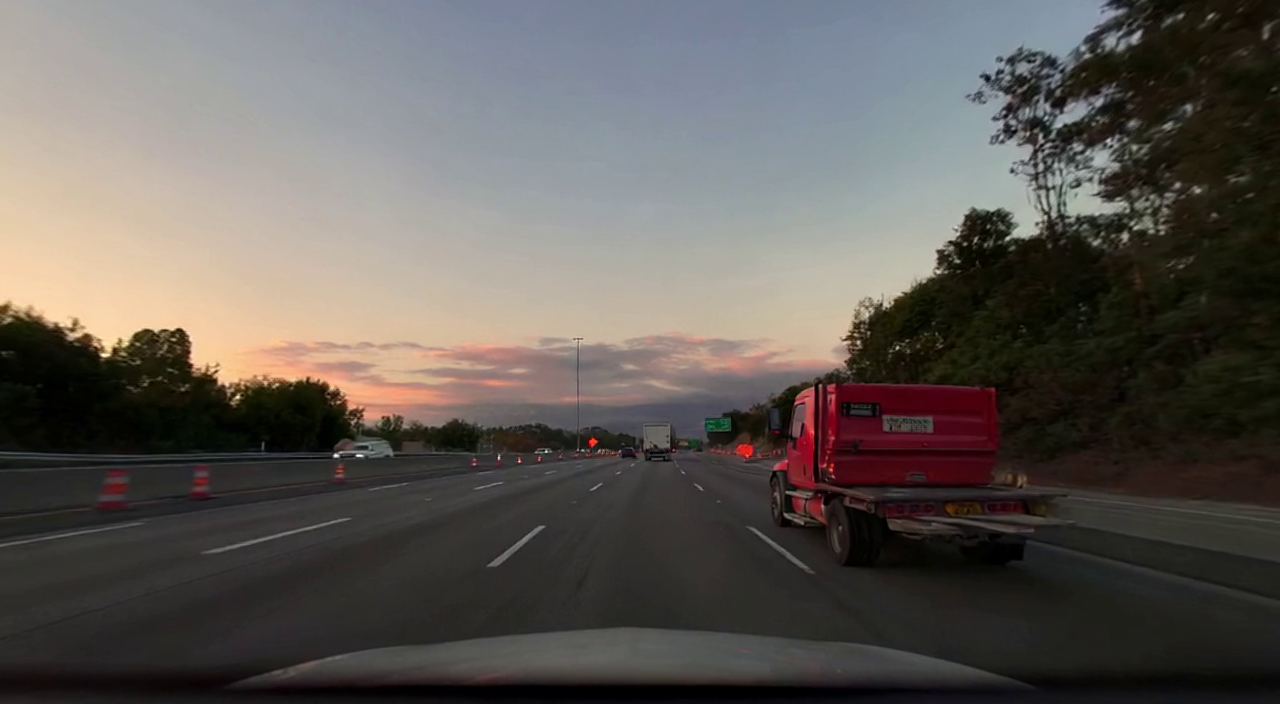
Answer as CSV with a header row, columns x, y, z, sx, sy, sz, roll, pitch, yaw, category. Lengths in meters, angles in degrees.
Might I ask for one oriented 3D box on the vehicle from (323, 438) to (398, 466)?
x,y,z,sx,sy,sz,roll,pitch,yaw,category
-19.176,6.917,43.614,2.362,1.771,5.703,0,-9,3,vehicle
